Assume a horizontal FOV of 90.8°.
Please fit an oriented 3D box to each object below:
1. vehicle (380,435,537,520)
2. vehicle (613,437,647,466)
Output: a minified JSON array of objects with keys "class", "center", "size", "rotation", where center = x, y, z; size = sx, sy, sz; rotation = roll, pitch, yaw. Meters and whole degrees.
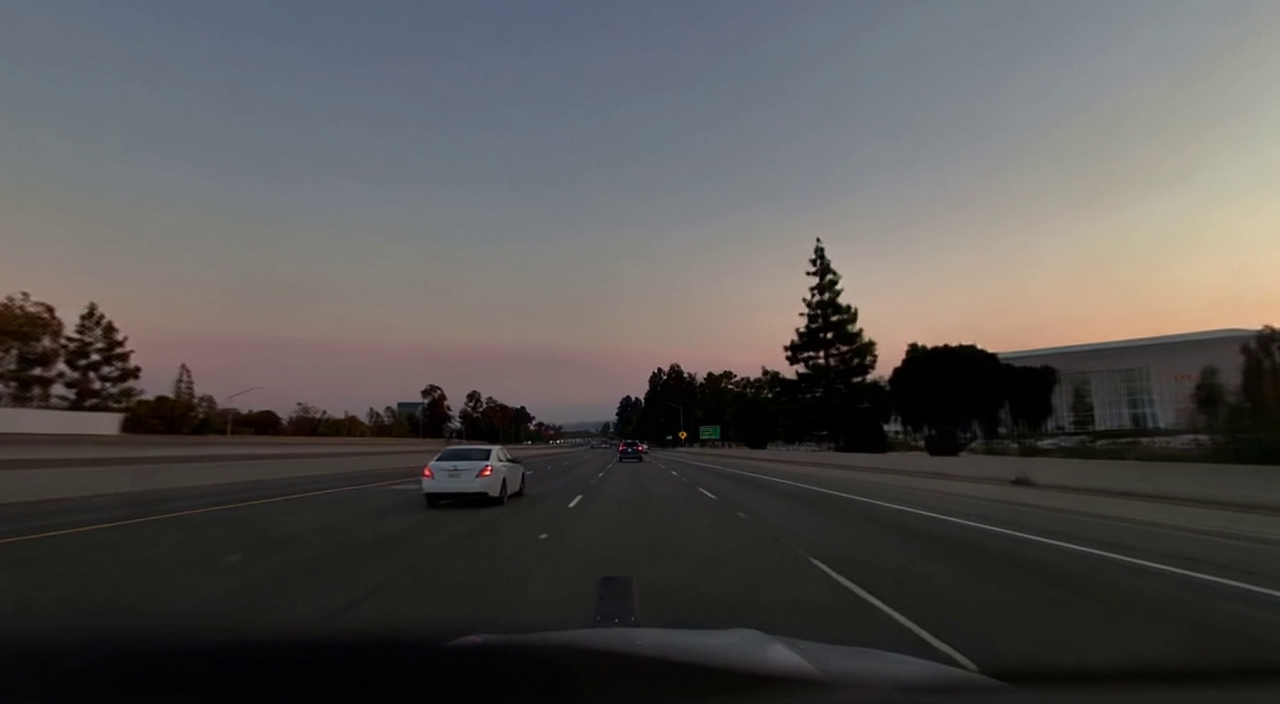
[{"class":"vehicle","center":[-3.810,2.713,14.370],"size":[2.140,1.574,4.946],"rotation":[0,-8,0]},{"class":"vehicle","center":[-0.734,6.956,44.355],"size":[2.269,1.924,4.596],"rotation":[0,-8,-1]}]
